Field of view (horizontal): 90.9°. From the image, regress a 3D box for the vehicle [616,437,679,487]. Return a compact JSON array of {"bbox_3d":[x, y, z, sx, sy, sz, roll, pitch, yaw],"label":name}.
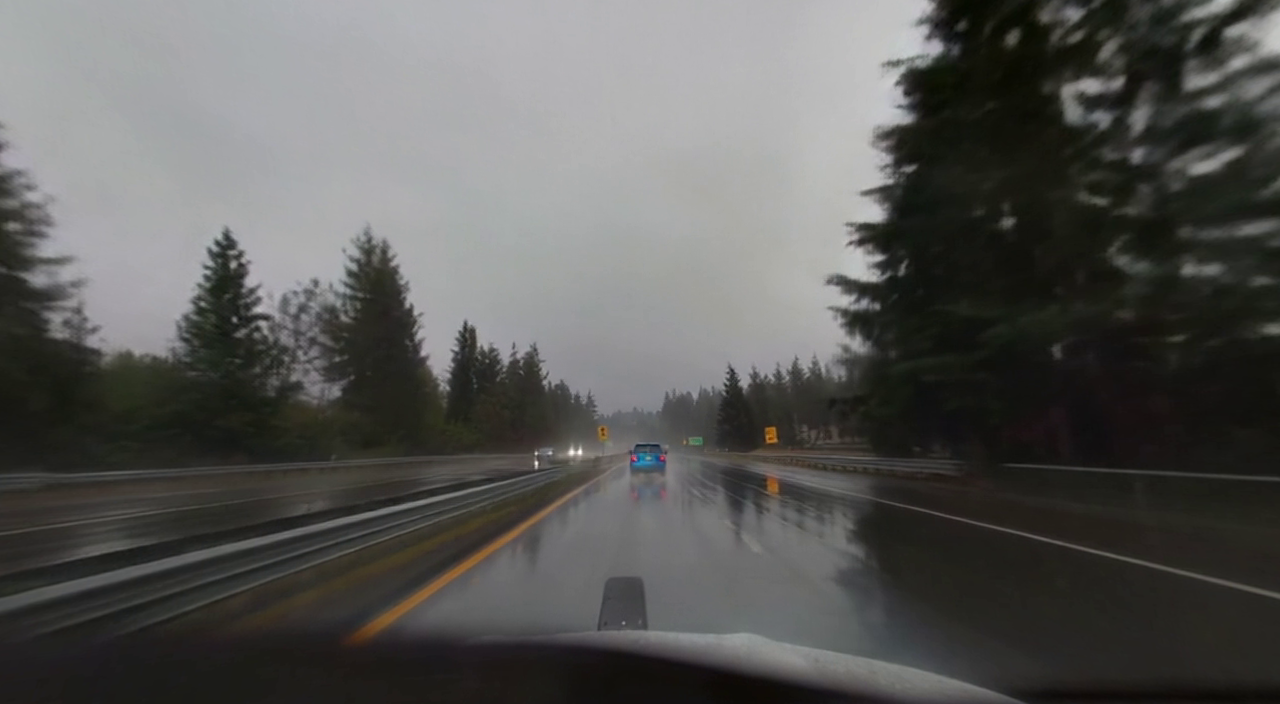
[{"bbox_3d":[0.271,4.164,24.011,2.190,1.706,4.062,0,-9,0],"label":"vehicle"}]
